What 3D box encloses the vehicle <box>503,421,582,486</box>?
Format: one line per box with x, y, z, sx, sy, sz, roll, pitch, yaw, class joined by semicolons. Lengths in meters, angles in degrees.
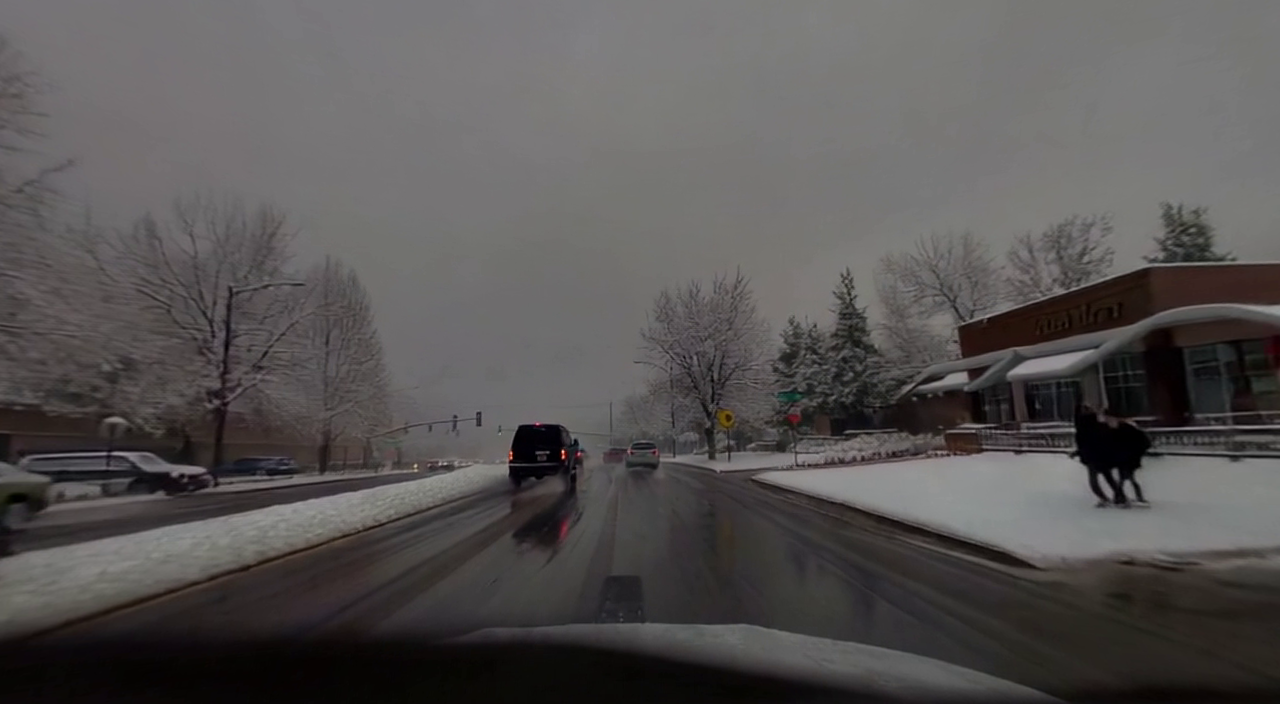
-3.445;3.732;23.355;2.213;2.123;5.124;0;-9;-1;vehicle

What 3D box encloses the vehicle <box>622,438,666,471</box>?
0.160;5.527;34.115;2.126;1.657;4.132;0;-9;-3;vehicle
